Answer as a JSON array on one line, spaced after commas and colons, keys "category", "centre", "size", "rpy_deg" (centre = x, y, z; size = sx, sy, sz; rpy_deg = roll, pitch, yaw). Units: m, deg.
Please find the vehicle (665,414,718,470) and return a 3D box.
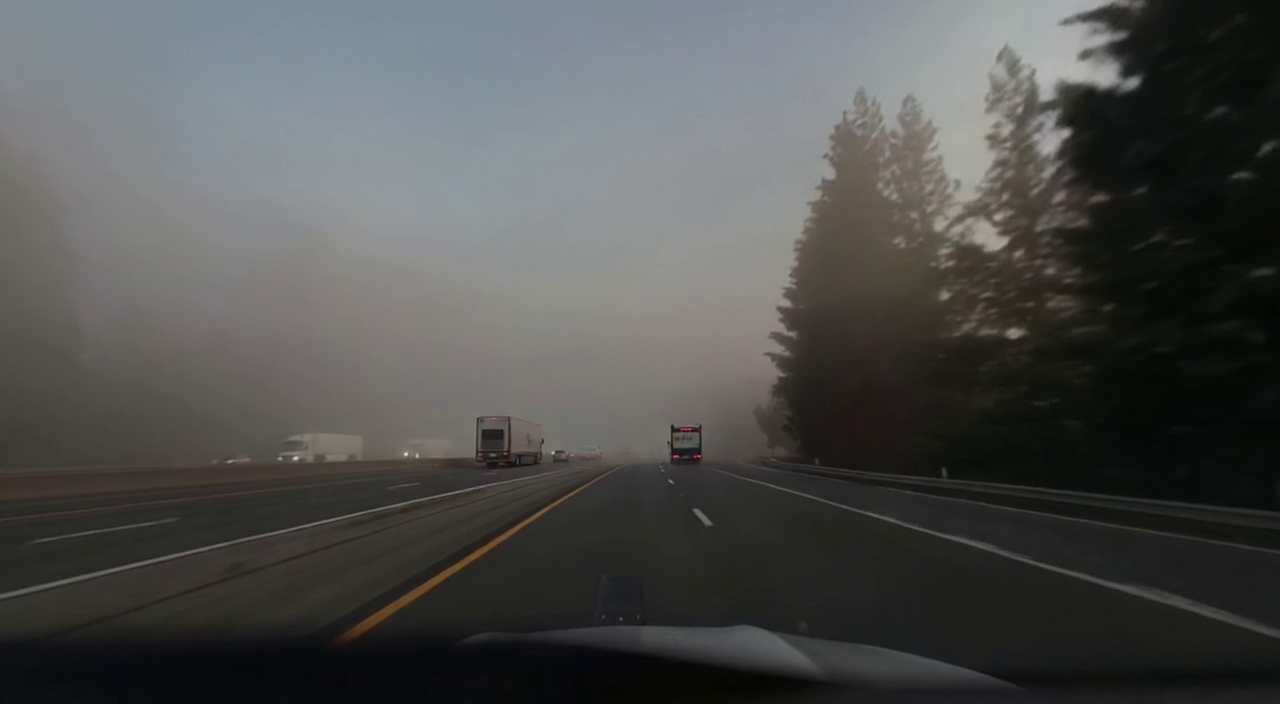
[{"category": "vehicle", "centre": [3.653, 6.950, 48.015], "size": [2.928, 3.595, 13.975], "rpy_deg": [0, -9, 0]}]
